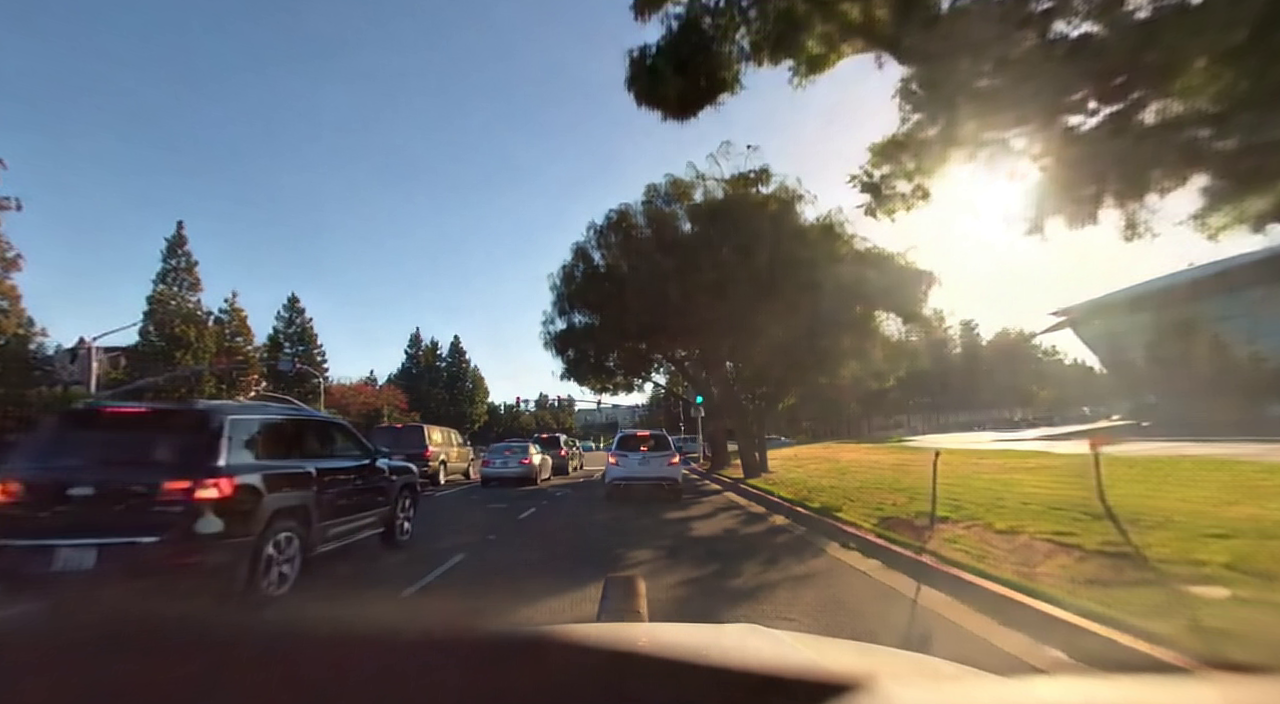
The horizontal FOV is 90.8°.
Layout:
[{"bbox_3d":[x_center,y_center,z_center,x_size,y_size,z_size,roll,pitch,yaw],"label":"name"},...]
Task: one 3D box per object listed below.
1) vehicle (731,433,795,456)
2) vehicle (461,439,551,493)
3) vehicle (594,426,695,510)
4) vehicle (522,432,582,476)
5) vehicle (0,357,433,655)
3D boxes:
[{"bbox_3d":[8.623,6.538,44.638,4.265,1.498,1.826,-1,-9,6],"label":"vehicle"},{"bbox_3d":[-4.110,3.569,20.154,1.942,1.523,4.212,0,-9,0],"label":"vehicle"},{"bbox_3d":[0.081,2.687,15.079,2.055,1.681,4.270,0,-9,0],"label":"vehicle"},{"bbox_3d":[-3.916,4.652,28.877,2.043,1.813,4.549,0,-9,0],"label":"vehicle"},{"bbox_3d":[-4.078,1.384,6.769,2.088,1.947,5.119,0,-9,-1],"label":"vehicle"}]
